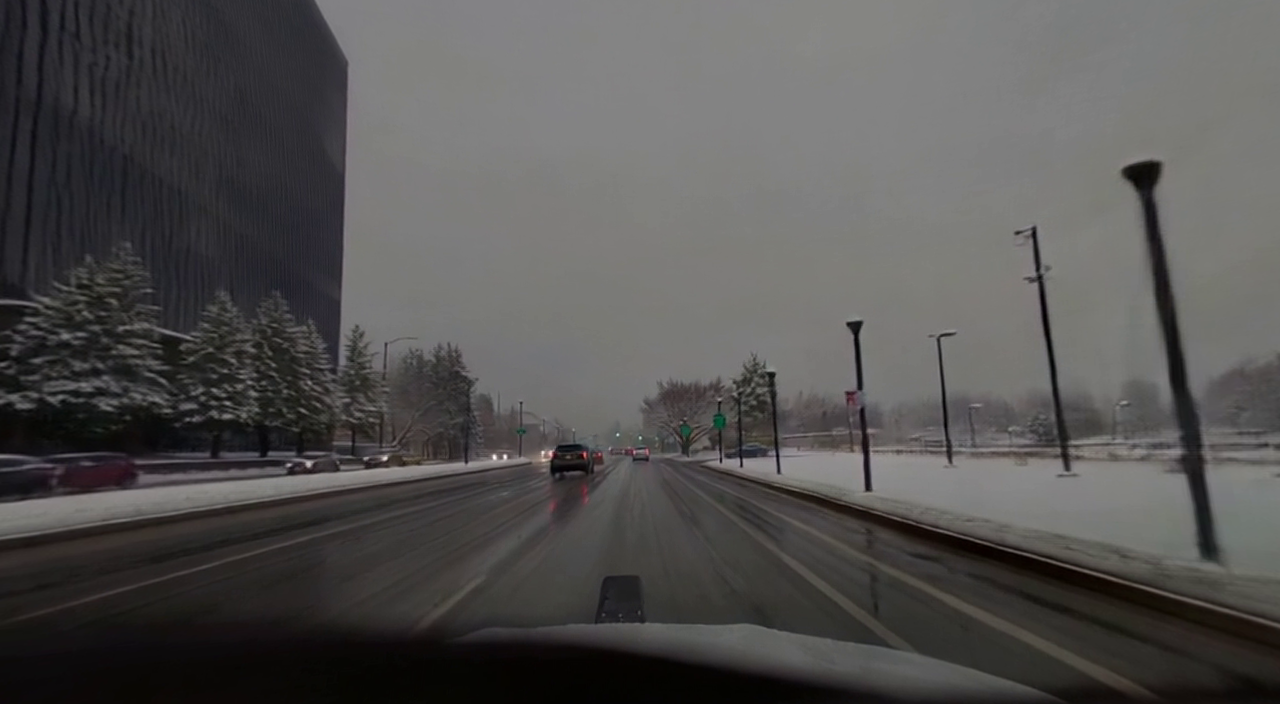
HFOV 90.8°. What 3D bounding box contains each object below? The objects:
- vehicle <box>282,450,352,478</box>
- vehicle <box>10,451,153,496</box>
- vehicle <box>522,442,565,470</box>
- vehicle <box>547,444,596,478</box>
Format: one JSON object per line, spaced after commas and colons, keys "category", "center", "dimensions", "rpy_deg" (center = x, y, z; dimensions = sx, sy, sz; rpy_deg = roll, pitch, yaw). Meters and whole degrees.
{"category": "vehicle", "center": [-20.057, 6.944, 39.454], "dimensions": [1.918, 1.601, 4.610], "rpy_deg": [0, -9, 0]}
{"category": "vehicle", "center": [-23.615, 5.113, 27.016], "dimensions": [1.855, 1.692, 4.621], "rpy_deg": [0, -9, 0]}
{"category": "vehicle", "center": [-6.738, 7.324, 44.759], "dimensions": [2.224, 1.821, 4.711], "rpy_deg": [0, -9, 1]}
{"category": "vehicle", "center": [-3.329, 5.370, 31.350], "dimensions": [1.983, 1.545, 3.773], "rpy_deg": [0, -9, 0]}
